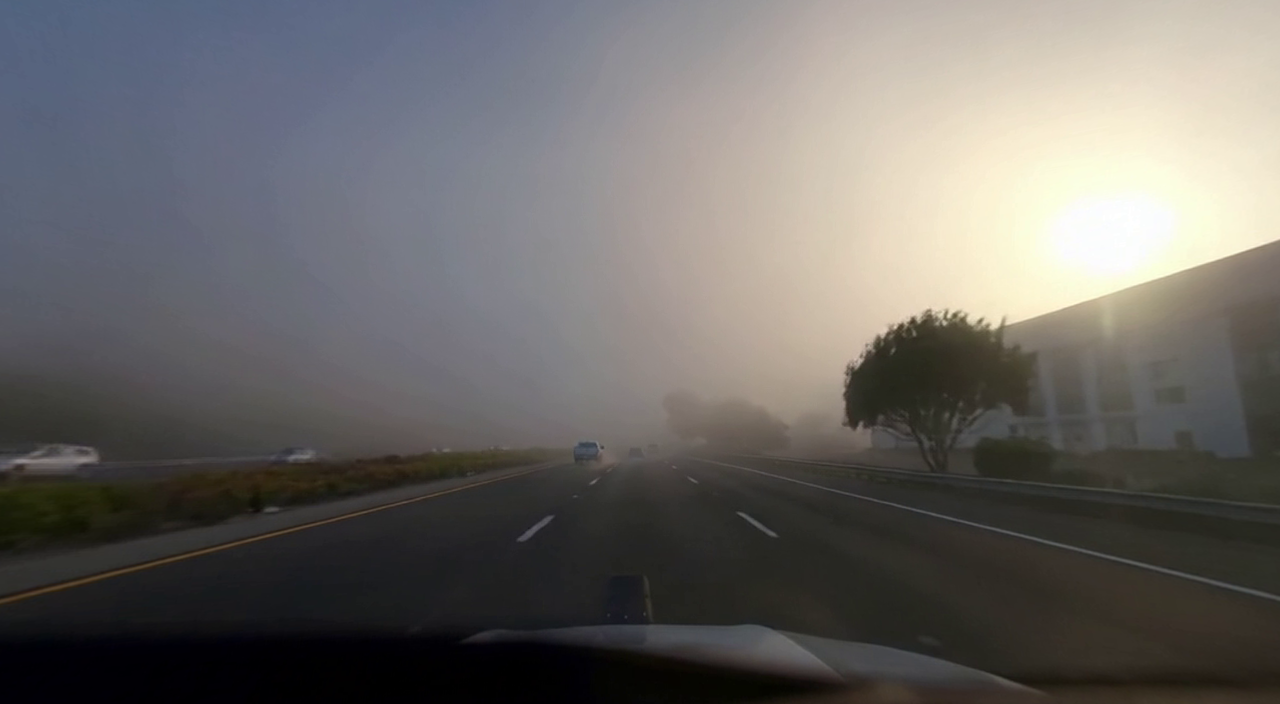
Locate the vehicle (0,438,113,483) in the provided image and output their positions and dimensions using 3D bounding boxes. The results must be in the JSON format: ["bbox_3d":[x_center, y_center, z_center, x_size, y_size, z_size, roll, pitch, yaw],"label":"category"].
[{"bbox_3d":[-28.213,5.070,29.784,2.108,1.920,5.081,0,-9,0],"label":"vehicle"}]

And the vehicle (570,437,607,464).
[{"bbox_3d":[-3.642,7.123,45.562,2.218,1.850,4.774,0,-9,1],"label":"vehicle"}]
